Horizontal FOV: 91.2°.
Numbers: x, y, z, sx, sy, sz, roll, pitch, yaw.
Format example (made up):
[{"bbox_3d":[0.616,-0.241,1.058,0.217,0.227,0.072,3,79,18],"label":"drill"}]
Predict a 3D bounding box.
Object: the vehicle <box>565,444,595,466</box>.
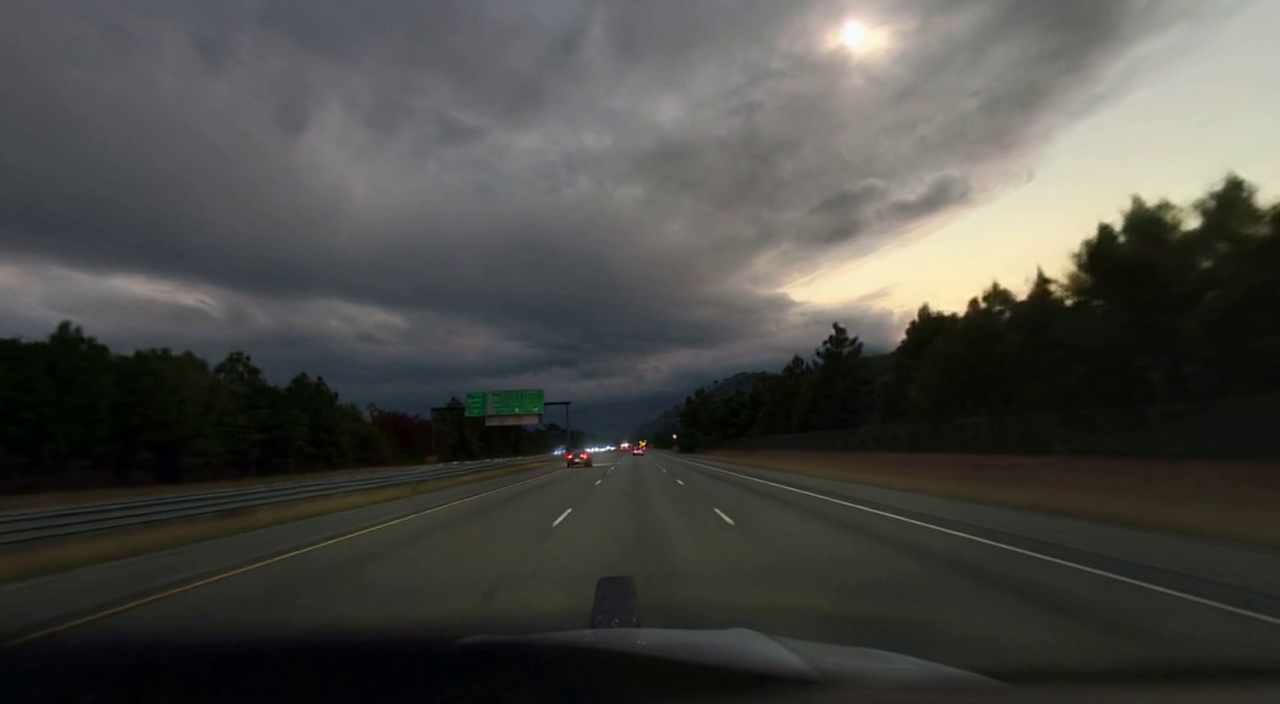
[{"bbox_3d":[-4.546,7.904,48.134,1.958,1.587,4.801,0,-9,-1],"label":"vehicle"}]
